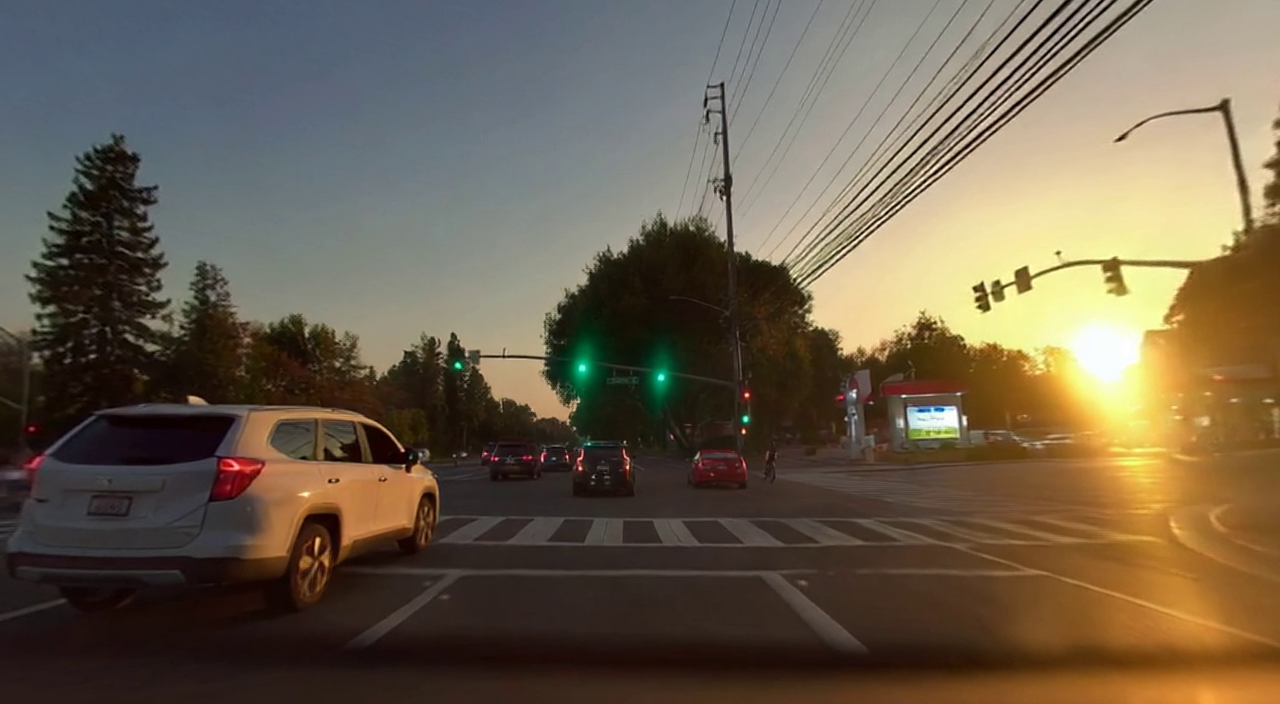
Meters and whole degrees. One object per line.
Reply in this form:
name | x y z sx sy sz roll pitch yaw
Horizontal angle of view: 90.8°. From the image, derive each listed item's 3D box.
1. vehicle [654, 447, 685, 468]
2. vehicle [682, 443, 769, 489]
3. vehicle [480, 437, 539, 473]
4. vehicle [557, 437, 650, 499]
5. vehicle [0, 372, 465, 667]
vehicle | 2.193 7.998 47.989 2.069 1.464 4.599 0 -8 -1
vehicle | 2.609 3.614 20.468 2.065 1.302 4.416 0 -8 -2
vehicle | -7.592 6.048 37.347 2.385 1.918 5.056 0 -8 0
vehicle | -0.918 3.037 16.930 2.189 1.437 4.135 0 -8 -2
vehicle | -3.226 1.264 5.858 1.922 1.642 4.547 0 -8 -1
